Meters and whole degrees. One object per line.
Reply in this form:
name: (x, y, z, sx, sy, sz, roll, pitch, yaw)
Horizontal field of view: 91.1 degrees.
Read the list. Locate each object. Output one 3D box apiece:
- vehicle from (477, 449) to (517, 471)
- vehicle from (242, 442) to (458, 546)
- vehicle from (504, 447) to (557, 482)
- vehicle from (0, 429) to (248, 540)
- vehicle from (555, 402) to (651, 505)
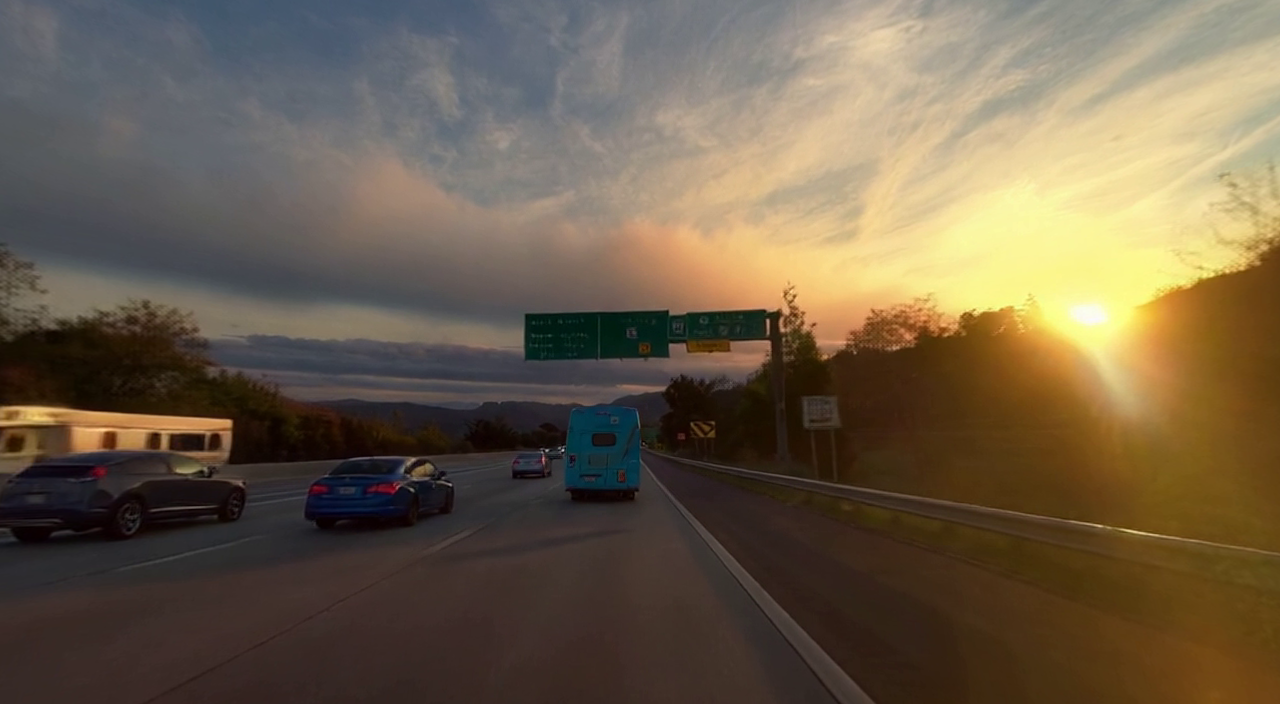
vehicle: (-10.095, 7.643, 44.568, 1.886, 1.462, 4.084, 0, -9, -1)
vehicle: (-4.700, 2.322, 10.972, 1.876, 1.438, 4.072, 0, -9, -1)
vehicle: (-5.038, 5.195, 29.256, 1.872, 1.480, 3.545, 0, -9, -1)
vehicle: (-9.567, 2.306, 11.499, 2.010, 1.621, 4.252, 0, -9, 0)
vehicle: (-0.957, 2.965, 18.510, 2.394, 2.556, 5.232, 0, -9, -1)
